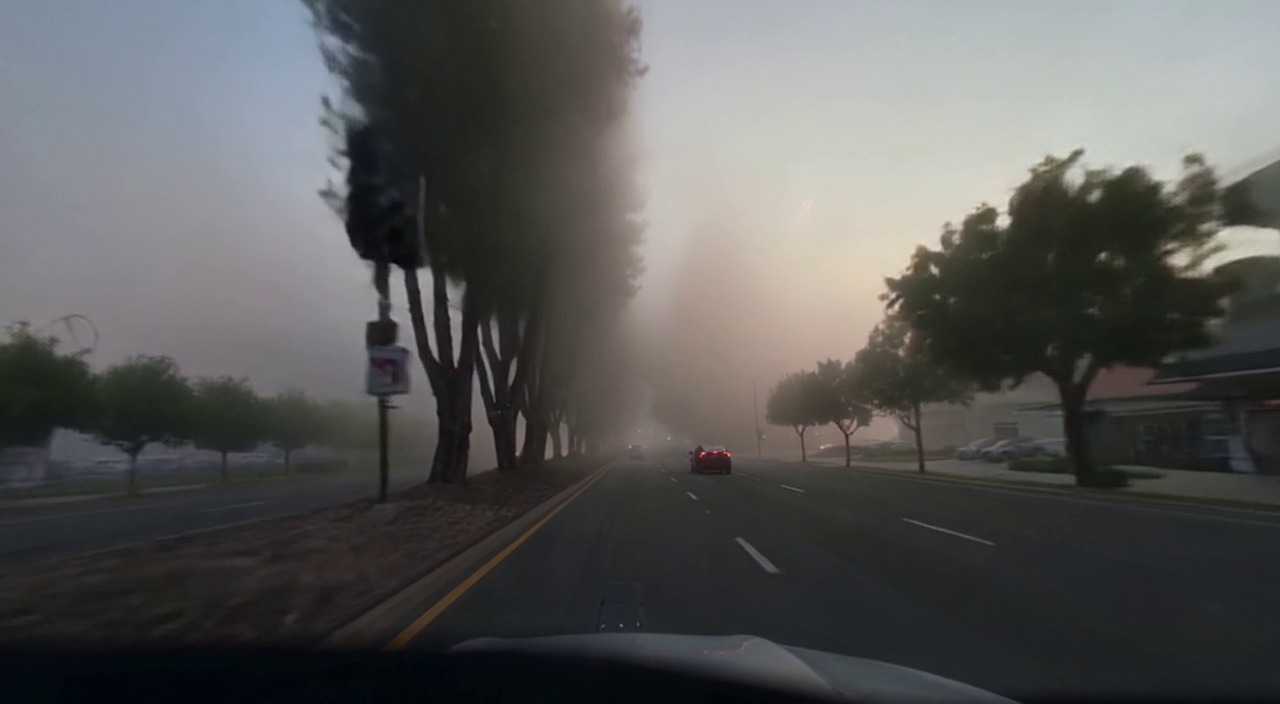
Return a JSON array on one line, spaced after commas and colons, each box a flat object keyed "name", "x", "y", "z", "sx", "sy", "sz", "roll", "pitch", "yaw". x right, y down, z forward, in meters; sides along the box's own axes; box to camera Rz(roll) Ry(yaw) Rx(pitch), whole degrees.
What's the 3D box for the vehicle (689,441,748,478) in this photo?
[{"name": "vehicle", "x": 3.406, "y": 4.767, "z": 28.191, "sx": 1.983, "sy": 1.482, "sz": 4.463, "roll": 0, "pitch": -9, "yaw": -1}]
